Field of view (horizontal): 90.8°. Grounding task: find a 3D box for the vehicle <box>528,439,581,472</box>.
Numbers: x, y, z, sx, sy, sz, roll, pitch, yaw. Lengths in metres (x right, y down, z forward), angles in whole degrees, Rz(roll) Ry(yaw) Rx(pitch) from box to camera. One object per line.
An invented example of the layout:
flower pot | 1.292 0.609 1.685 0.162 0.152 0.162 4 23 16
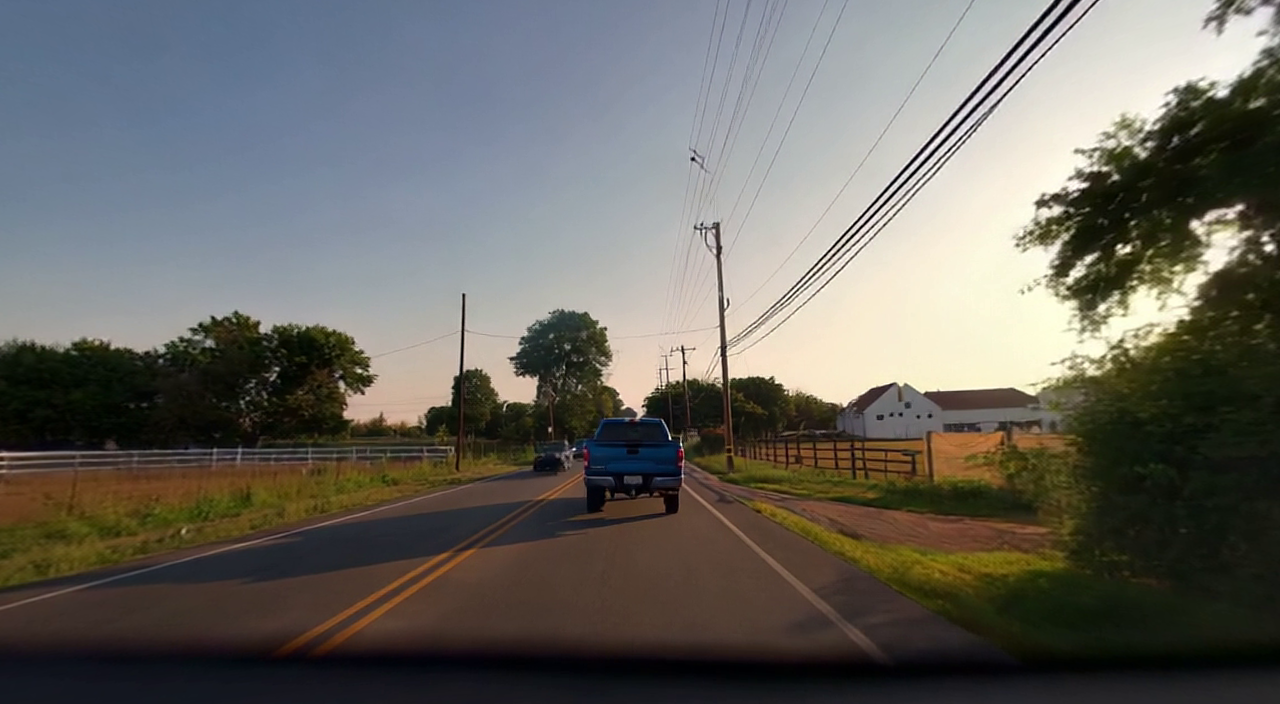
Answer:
vehicle | -4.153 5.118 31.409 1.935 1.489 4.495 0 -8 1

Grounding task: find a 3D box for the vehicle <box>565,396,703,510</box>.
vehicle | -0.169 2.412 15.376 2.693 2.223 5.885 0 -8 -1
